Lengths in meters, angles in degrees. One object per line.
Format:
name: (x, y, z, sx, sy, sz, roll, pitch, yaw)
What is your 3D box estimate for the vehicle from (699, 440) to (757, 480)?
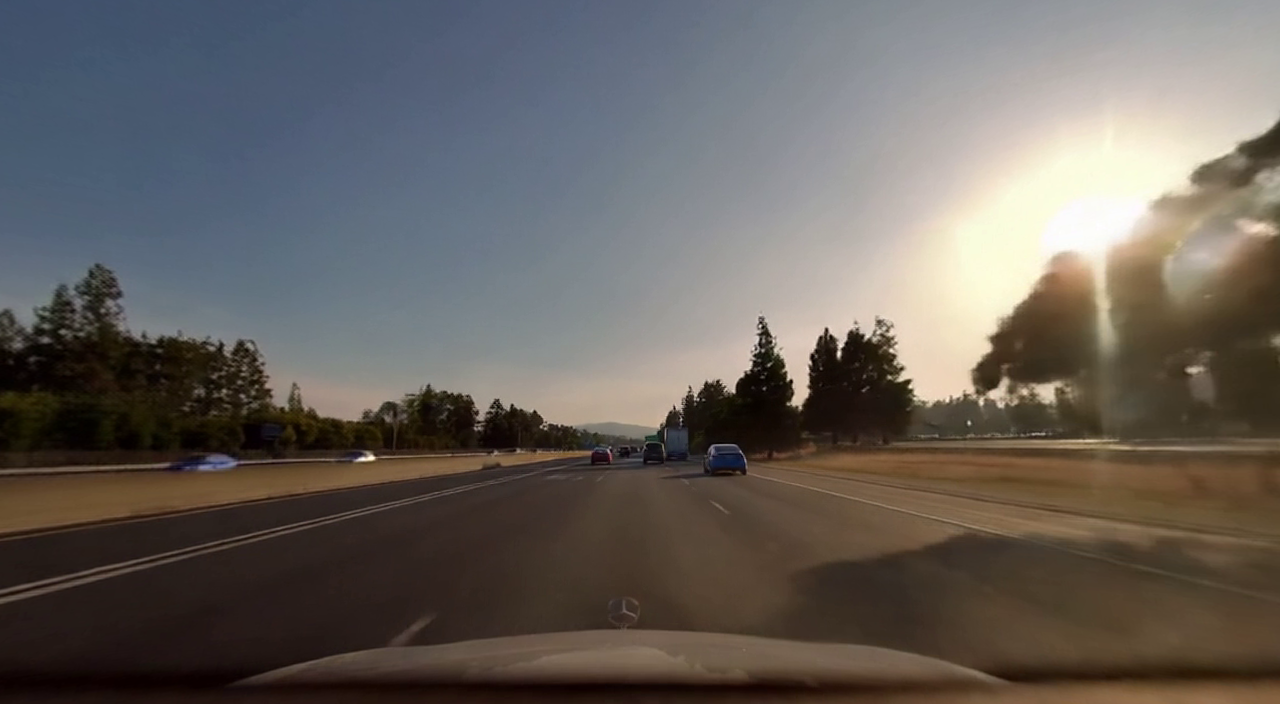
vehicle: (4.014, 5.022, 29.465, 2.082, 1.720, 4.393, 0, -9, 0)

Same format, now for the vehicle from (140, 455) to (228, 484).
vehicle: (-28.515, 7.319, 39.597, 1.920, 1.635, 4.677, 0, -9, 1)

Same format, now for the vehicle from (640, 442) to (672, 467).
vehicle: (1.148, 7.594, 46.729, 2.205, 1.785, 4.423, 0, -9, 0)
